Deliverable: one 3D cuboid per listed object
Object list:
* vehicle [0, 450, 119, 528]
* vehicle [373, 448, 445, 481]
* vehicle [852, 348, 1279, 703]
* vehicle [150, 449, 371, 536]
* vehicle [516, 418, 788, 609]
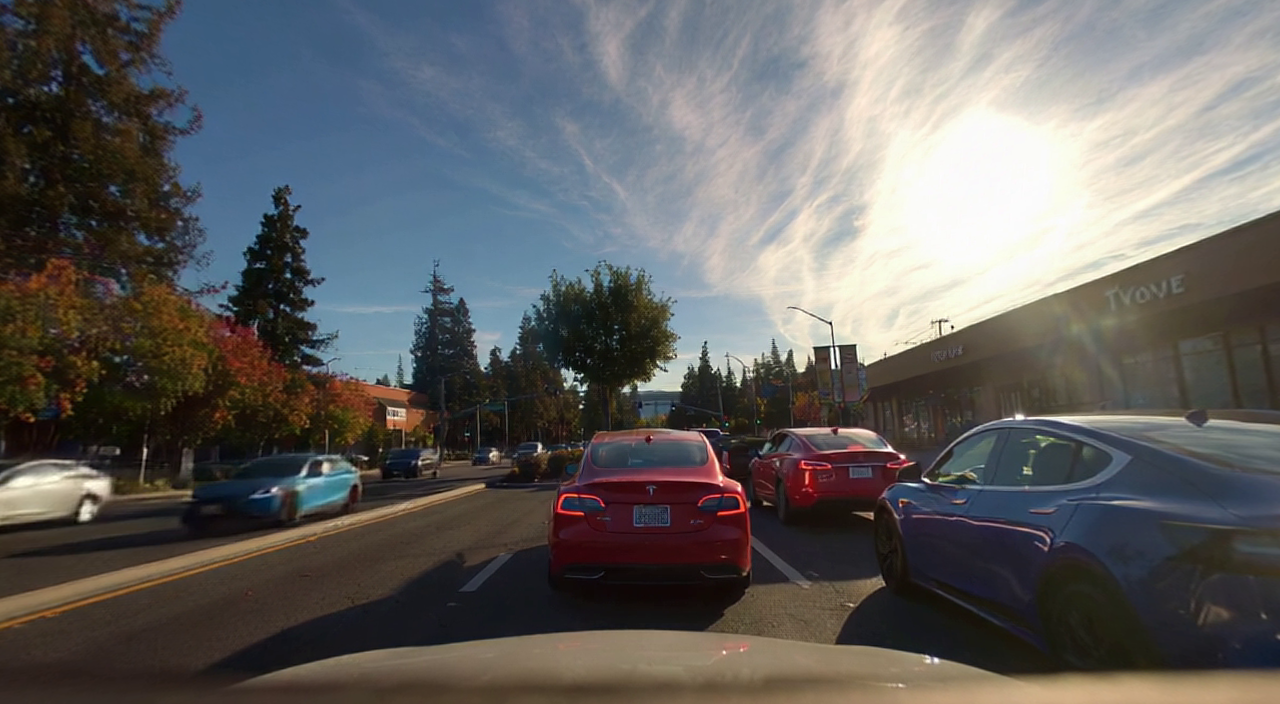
[{"bbox_3d":[-14.995,3.120,14.508,1.995,1.652,4.586,0,-8,1],"label":"vehicle"},{"bbox_3d":[-11.411,5.543,31.429,1.917,1.506,4.280,0,-8,1],"label":"vehicle"},{"bbox_3d":[3.197,1.111,4.146,2.038,1.651,4.455,0,-8,0],"label":"vehicle"},{"bbox_3d":[-7.679,2.840,13.378,1.979,1.490,4.225,0,-8,1],"label":"vehicle"},{"bbox_3d":[0.103,1.568,7.006,2.137,1.488,3.938,0,-8,0],"label":"vehicle"}]
